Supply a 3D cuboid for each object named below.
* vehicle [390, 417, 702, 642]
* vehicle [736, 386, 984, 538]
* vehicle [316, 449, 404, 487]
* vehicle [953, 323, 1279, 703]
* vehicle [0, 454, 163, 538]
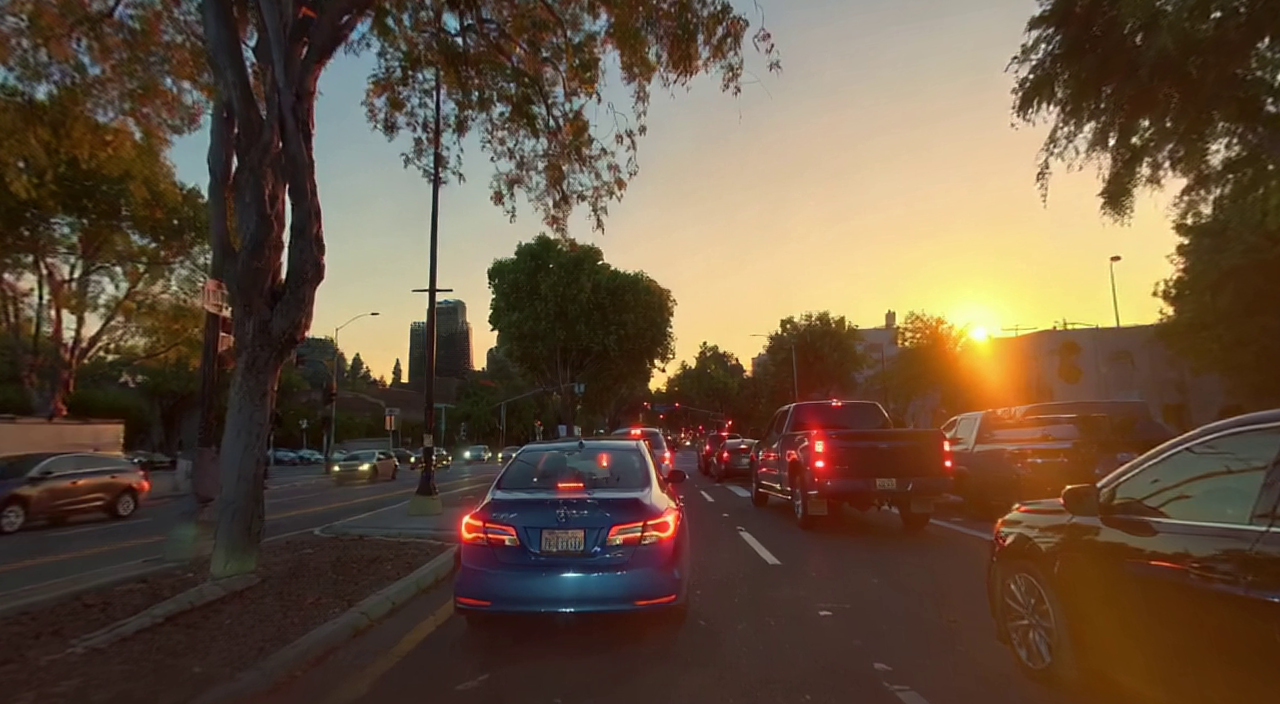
[{"bbox_3d":[-0.583,1.502,6.333,2.111,1.506,4.018,0,-9,2],"label":"vehicle"},{"bbox_3d":[3.511,1.960,11.693,2.444,2.098,5.766,0,-9,-1],"label":"vehicle"},{"bbox_3d":[-12.428,5.138,28.220,1.882,1.538,4.382,0,-8,1],"label":"vehicle"},{"bbox_3d":[3.154,0.760,2.074,1.982,1.709,4.427,0,-9,1],"label":"vehicle"},{"bbox_3d":[-12.790,2.905,13.077,1.968,1.497,4.649,0,-9,1],"label":"vehicle"}]
